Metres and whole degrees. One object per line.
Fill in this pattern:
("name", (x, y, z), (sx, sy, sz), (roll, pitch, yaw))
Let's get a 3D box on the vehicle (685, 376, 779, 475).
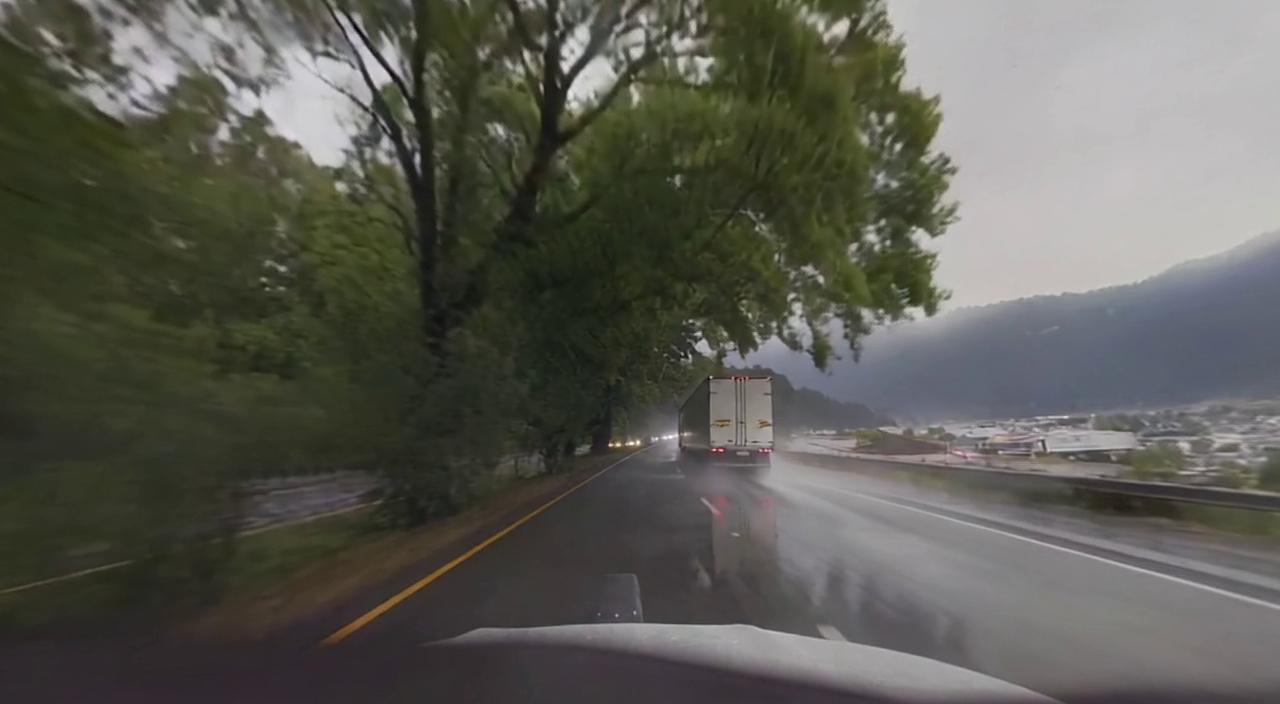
("vehicle", (4.244, 3.951, 32.593), (2.917, 3.995, 13.574), (-1, -8, 1))
